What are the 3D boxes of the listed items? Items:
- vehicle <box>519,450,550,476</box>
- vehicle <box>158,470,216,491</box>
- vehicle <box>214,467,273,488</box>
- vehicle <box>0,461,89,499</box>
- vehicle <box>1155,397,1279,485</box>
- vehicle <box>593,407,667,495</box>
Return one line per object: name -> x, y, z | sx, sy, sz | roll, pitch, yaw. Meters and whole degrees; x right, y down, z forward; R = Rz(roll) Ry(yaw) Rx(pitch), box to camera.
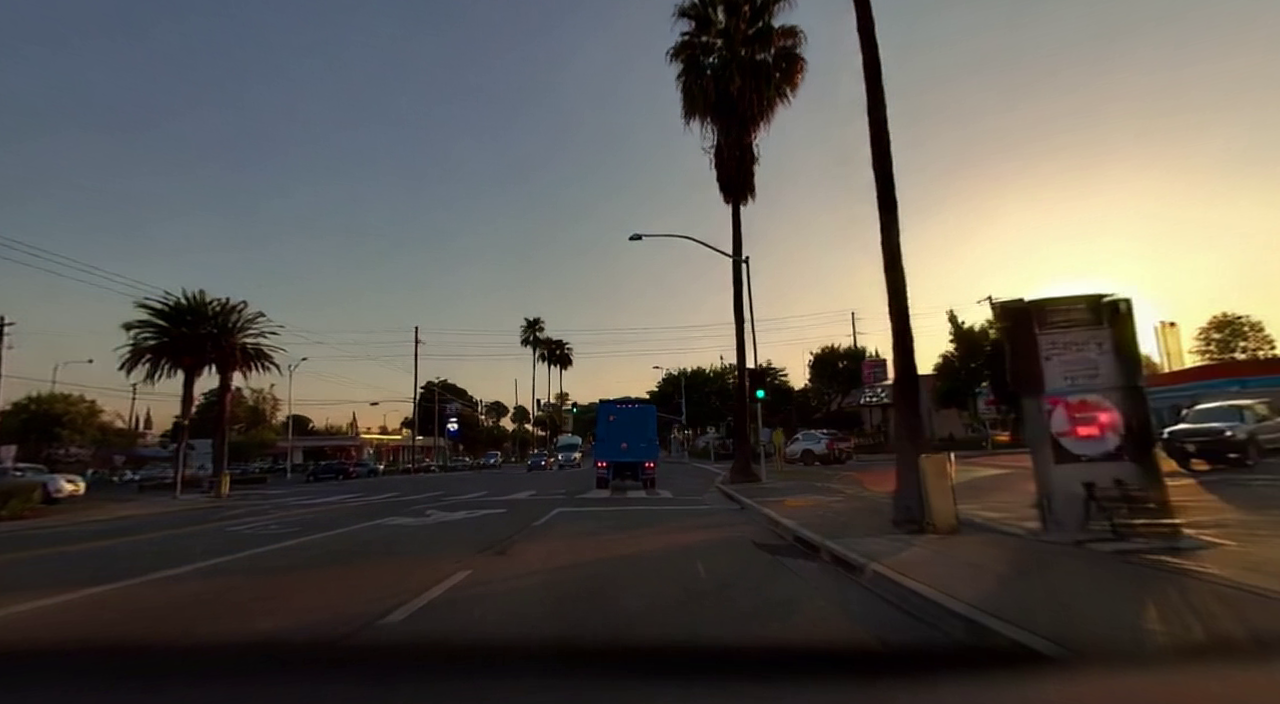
vehicle -> -7.519, 7.863, 45.021 | 1.997, 1.679, 4.263 | 1, -9, -9
vehicle -> -35.736, 10.126, 49.925 | 1.834, 1.383, 3.707 | 0, -8, 0
vehicle -> -31.029, 9.813, 49.618 | 1.766, 1.428, 4.337 | 0, -8, 1
vehicle -> -28.173, 5.772, 28.675 | 4.303, 1.567, 2.021 | 5, -10, -29
vehicle -> 15.782, 2.297, 16.249 | 5.078, 1.937, 2.326 | 6, -10, -33
vehicle -> -0.221, 3.795, 24.528 | 2.463, 2.954, 5.938 | 0, -8, 3
